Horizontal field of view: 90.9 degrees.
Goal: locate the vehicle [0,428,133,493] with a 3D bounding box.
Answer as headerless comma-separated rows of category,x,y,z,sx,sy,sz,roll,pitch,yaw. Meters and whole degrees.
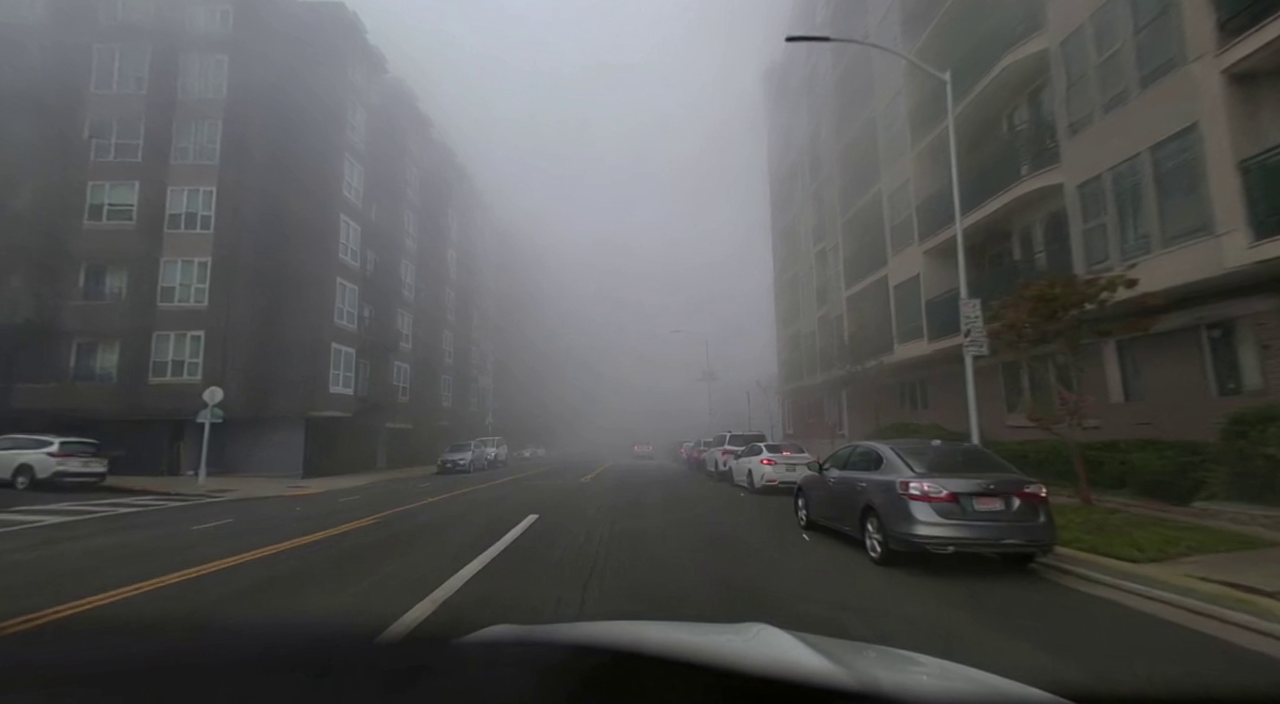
vehicle,-17.182,2.992,17.545,4.278,1.667,2.085,0,-8,-1

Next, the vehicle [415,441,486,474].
vehicle,-9.528,5.346,32.162,2.089,1.549,4.597,0,-8,1

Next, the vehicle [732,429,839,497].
vehicle,3.731,2.892,16.721,1.946,1.607,3.082,0,-8,-3

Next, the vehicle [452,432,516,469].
vehicle,-9.287,5.904,38.087,2.457,2.048,5.461,0,-8,0

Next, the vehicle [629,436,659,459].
vehicle,0.270,7.507,49.692,2.261,1.740,4.065,0,-8,0

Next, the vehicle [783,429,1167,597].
vehicle,3.486,1.765,8.008,2.107,1.439,4.938,0,-8,-1
